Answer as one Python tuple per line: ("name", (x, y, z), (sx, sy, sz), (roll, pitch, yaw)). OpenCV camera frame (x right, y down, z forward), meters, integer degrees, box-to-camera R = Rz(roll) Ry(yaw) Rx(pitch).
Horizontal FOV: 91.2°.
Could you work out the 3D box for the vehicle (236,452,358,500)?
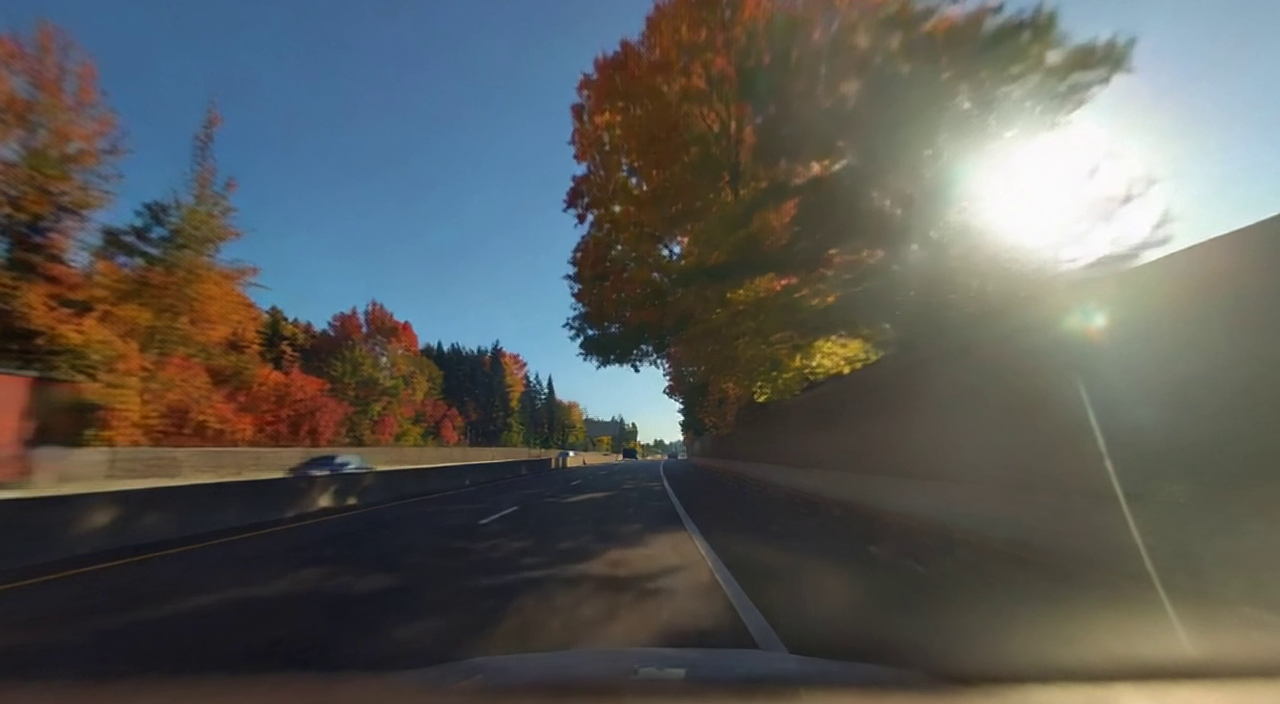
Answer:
("vehicle", (-12.842, 4.646, 23.887), (1.976, 1.564, 4.707), (-1, -9, 1))
